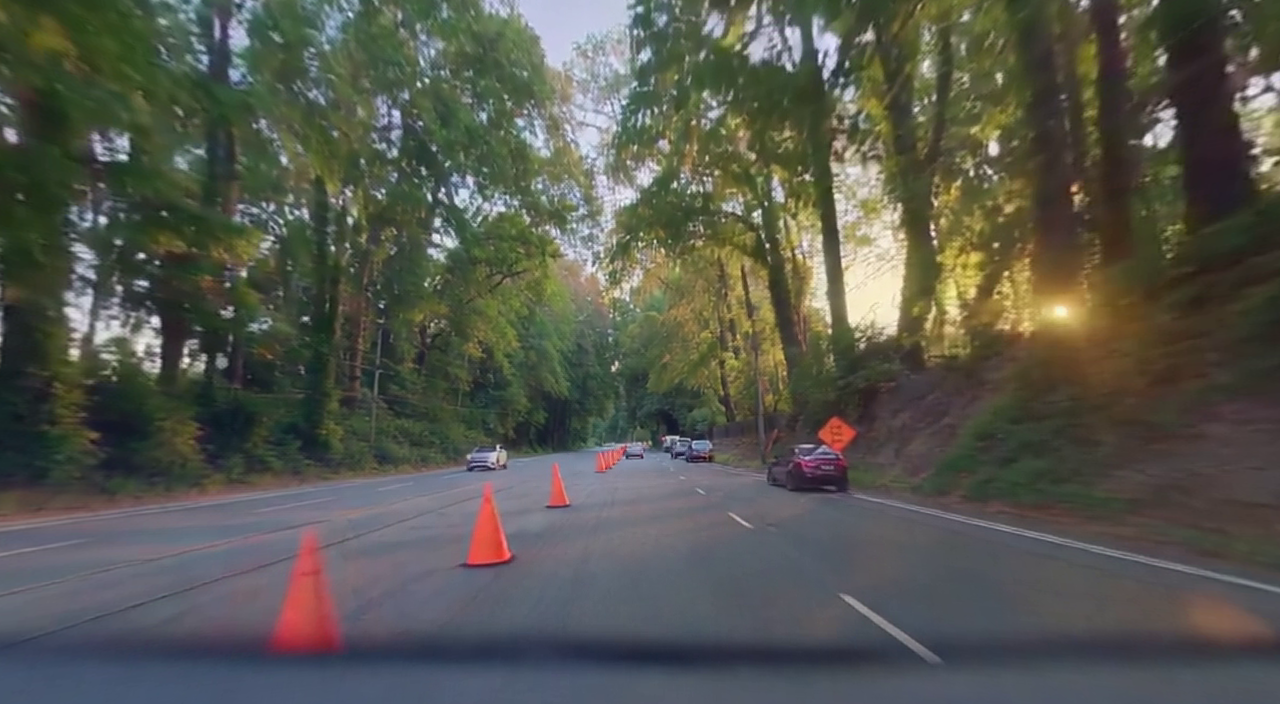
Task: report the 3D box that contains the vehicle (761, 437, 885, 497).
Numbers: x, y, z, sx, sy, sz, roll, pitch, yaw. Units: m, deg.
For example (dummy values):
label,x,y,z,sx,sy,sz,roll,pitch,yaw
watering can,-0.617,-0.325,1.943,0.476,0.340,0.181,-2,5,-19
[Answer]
label,x,y,z,sx,sy,sz,roll,pitch,yaw
vehicle,5.662,3.638,20.555,2.324,1.655,5.738,0,-8,0
